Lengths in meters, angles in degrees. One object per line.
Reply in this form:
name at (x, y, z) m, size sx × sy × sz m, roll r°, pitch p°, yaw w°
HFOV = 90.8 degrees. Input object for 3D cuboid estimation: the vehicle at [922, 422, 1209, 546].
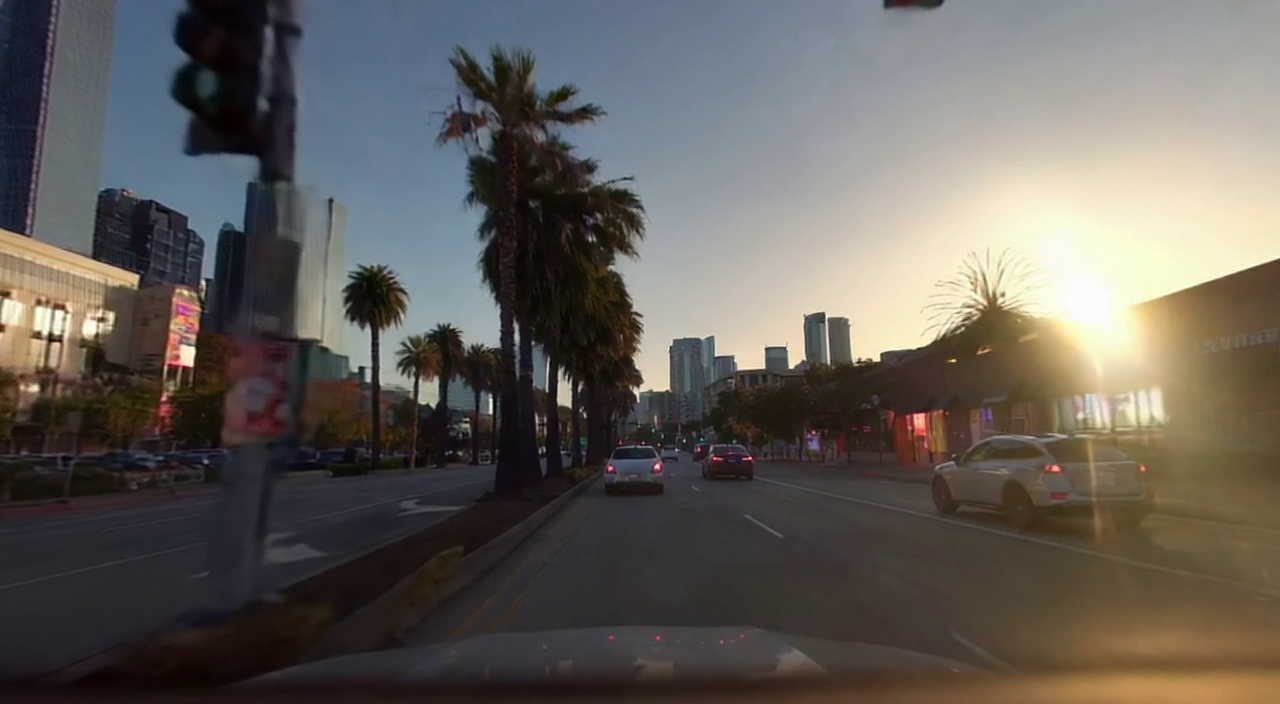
vehicle at (6.754, 2.111, 10.739) m, size 1.940 × 1.674 × 4.085 m, roll 0°, pitch -8°, yaw -1°

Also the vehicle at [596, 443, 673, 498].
vehicle at (-0.173, 3.545, 19.360) m, size 2.110 × 1.487 × 3.873 m, roll 0°, pitch -8°, yaw -1°

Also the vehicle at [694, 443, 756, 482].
vehicle at (3.548, 4.665, 27.027) m, size 1.892 × 1.532 × 4.177 m, roll 0°, pitch -8°, yaw -2°

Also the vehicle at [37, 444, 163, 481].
vehicle at (-31.145, 6.397, 36.527) m, size 5.230 × 1.986 × 2.250 m, roll -1°, pitch -10°, yaw 3°
